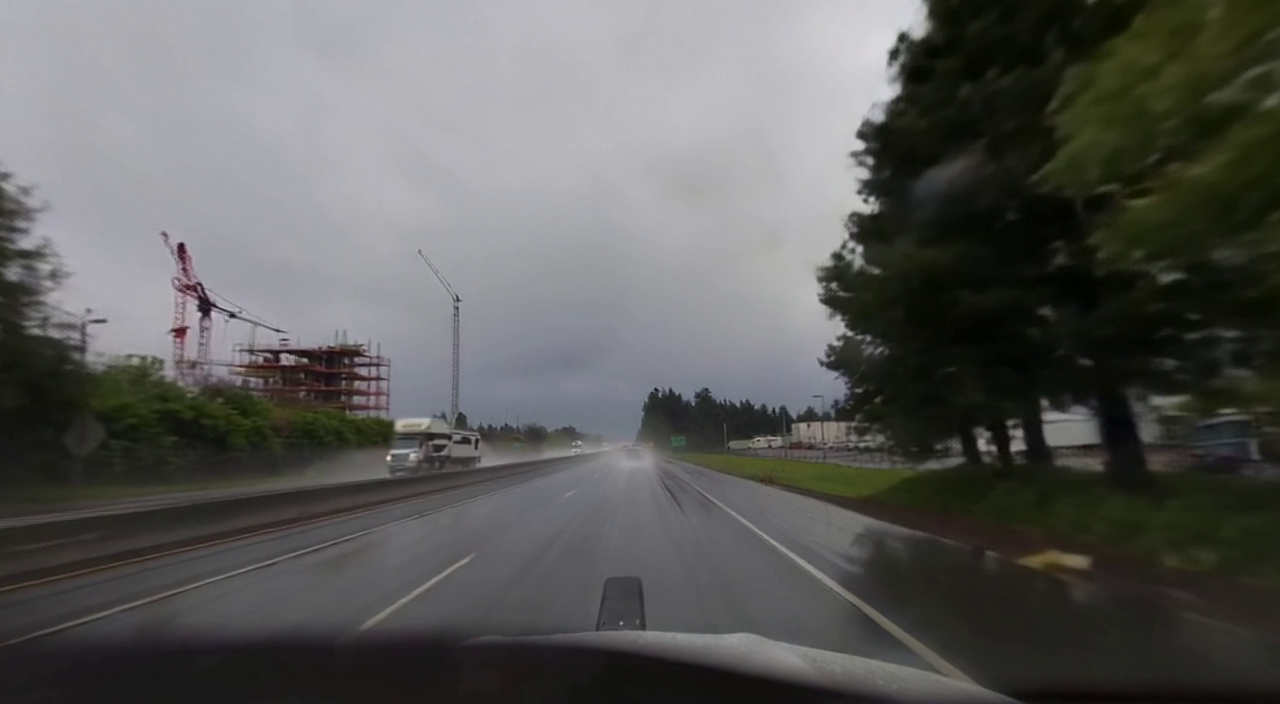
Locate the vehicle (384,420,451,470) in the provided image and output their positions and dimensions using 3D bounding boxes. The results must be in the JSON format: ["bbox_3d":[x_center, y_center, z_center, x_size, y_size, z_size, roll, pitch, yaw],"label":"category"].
[{"bbox_3d":[-17.173,7.249,49.168,3.004,3.663,5.895,0,-9,0],"label":"vehicle"}]
